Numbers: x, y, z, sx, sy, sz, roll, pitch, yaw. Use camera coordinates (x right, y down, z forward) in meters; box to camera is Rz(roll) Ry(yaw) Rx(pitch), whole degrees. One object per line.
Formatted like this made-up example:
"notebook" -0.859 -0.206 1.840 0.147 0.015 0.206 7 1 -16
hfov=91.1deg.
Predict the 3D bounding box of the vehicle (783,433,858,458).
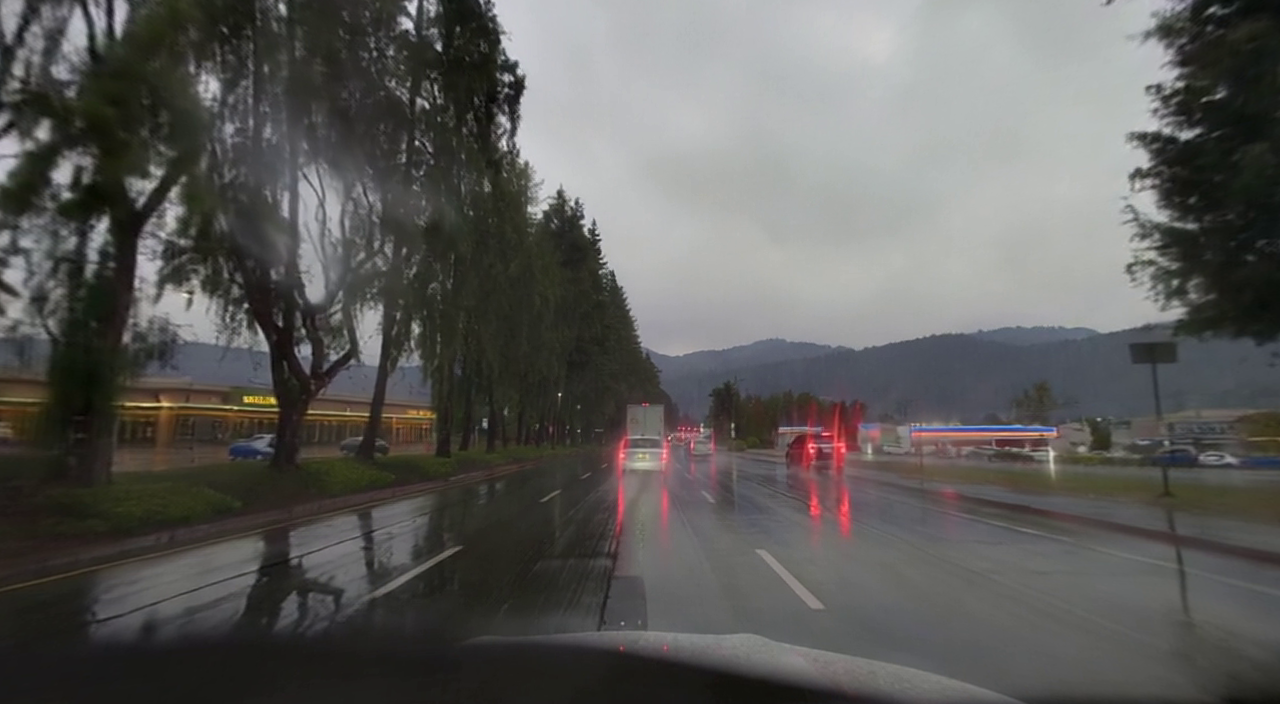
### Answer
"vehicle" 13.183 6.841 46.027 4.887 1.734 2.014 0 -8 2

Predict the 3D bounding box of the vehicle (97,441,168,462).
"vehicle" -36.827 7.215 45.676 3.640 1.447 1.788 4 -9 -27

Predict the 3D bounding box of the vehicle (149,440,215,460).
"vehicle" -35.856 7.649 49.212 3.714 1.510 1.917 4 -9 -22

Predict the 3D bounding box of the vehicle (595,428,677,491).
"vehicle" -0.109 3.148 18.689 2.193 1.651 3.946 0 -8 0

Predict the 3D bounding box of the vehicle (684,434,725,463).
"vehicle" 3.897 5.952 38.744 2.088 1.655 4.360 0 -8 0
